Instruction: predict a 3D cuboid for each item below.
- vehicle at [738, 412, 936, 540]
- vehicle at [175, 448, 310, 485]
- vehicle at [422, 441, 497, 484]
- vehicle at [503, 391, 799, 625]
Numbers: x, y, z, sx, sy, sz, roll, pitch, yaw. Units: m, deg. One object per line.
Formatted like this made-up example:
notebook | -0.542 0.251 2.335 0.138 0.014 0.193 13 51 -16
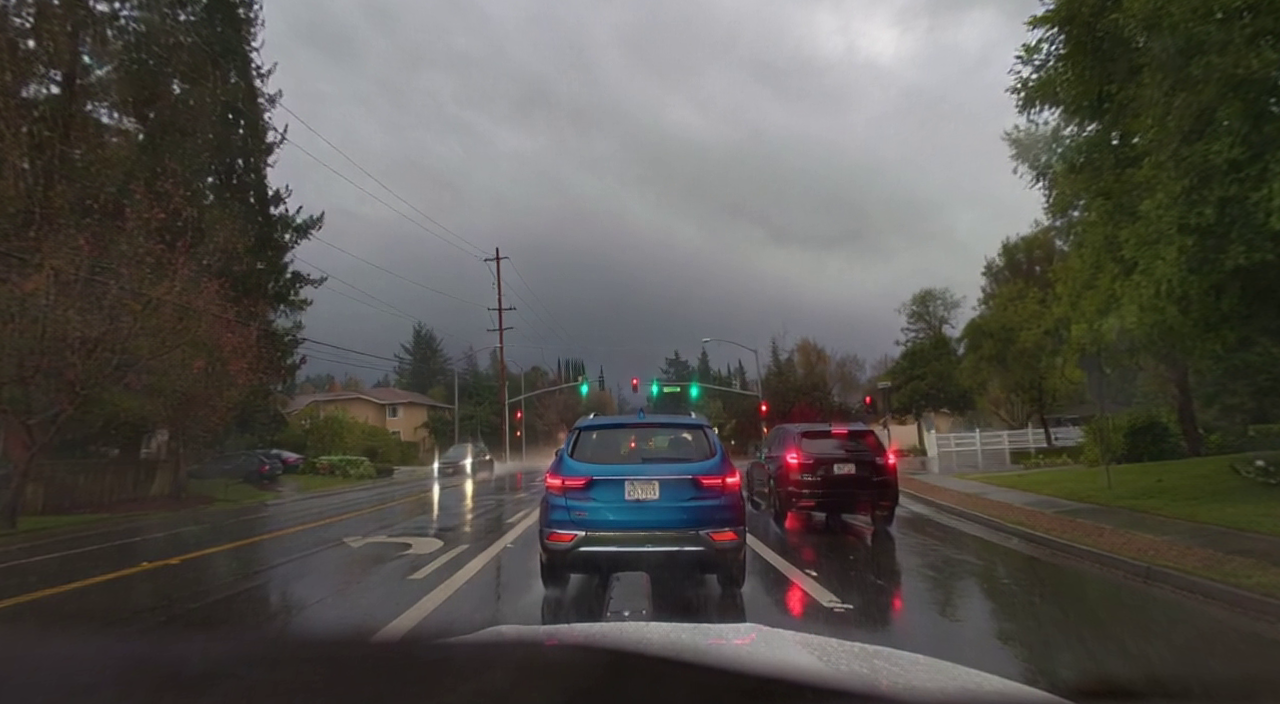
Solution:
vehicle | 3.081 2.039 10.958 1.967 1.756 4.281 0 -8 -1
vehicle | -16.123 4.645 25.722 4.245 1.446 1.827 0 -8 1
vehicle | -7.537 4.638 26.734 1.985 1.672 3.960 0 -8 0
vehicle | 0.060 1.437 6.736 2.151 1.695 4.100 0 -8 -1
